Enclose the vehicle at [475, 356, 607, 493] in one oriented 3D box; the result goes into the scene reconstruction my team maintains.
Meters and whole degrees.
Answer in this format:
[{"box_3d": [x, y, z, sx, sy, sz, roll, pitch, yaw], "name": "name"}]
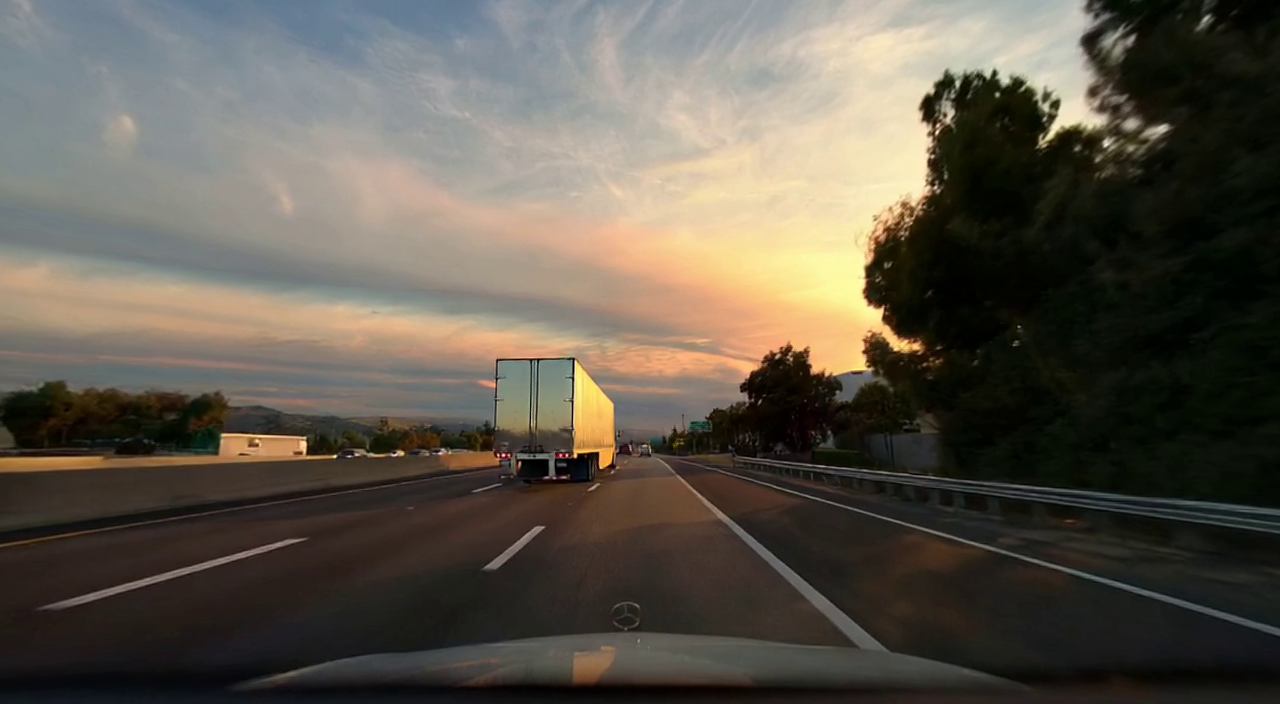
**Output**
[{"box_3d": [-3.419, 3.362, 27.308, 2.939, 4.132, 16.303, 0, -8, 0], "name": "vehicle"}]
